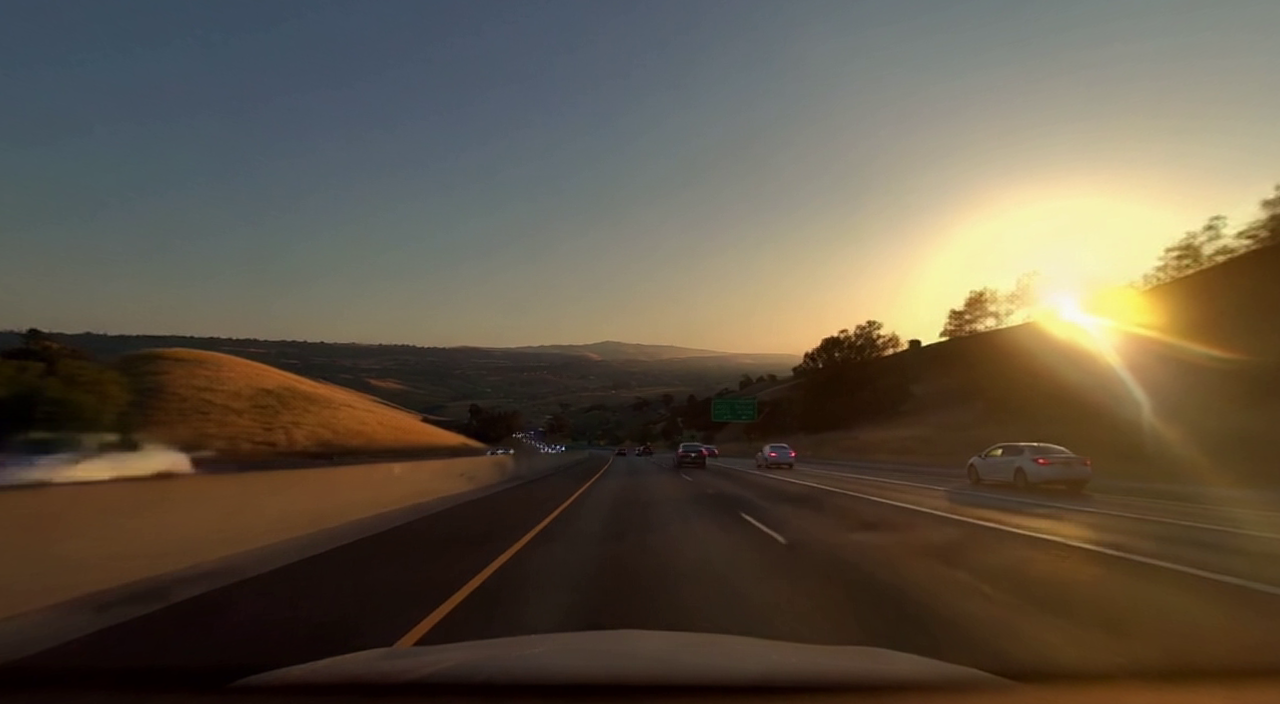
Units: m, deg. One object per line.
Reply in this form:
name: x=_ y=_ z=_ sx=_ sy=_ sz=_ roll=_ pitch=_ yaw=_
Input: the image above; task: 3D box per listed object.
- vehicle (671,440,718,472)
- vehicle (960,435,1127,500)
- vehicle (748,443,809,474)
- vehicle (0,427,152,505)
vehicle: x=2.841 y=5.517 z=33.737 sx=1.977 sy=1.601 sz=4.598 roll=1 pitch=-9 yaw=-2
vehicle: x=10.919 y=3.139 z=17.523 sx=1.844 sy=1.560 sz=4.085 roll=0 pitch=-8 yaw=-1
vehicle: x=6.862 y=5.306 z=31.766 sx=1.952 sy=1.442 sz=4.259 roll=1 pitch=-9 yaw=-2
vehicle: x=-10.503 y=1.830 z=10.391 sx=1.866 sy=1.163 sz=3.756 roll=0 pitch=-8 yaw=2
